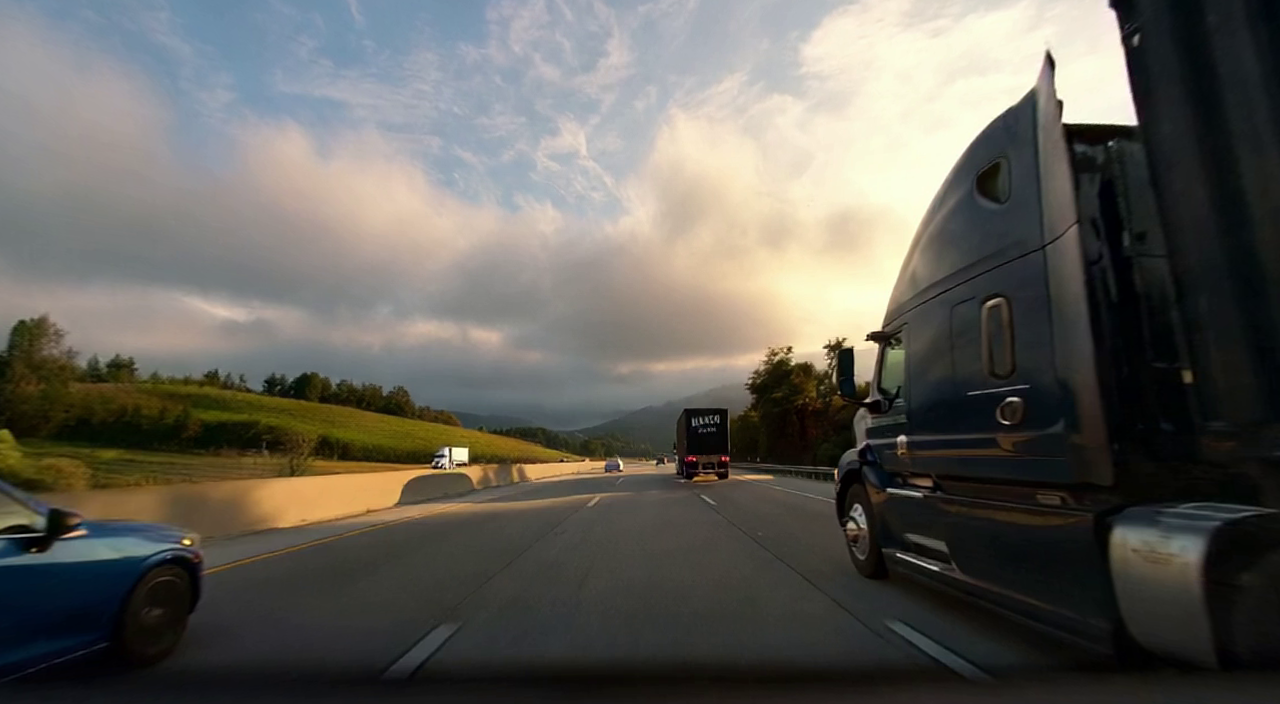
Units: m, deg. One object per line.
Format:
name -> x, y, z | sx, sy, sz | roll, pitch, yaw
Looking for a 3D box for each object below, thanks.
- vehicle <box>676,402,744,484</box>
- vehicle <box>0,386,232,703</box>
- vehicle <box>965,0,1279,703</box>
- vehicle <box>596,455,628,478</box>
vehicle -> 3.837, 5.654, 38.235 | 2.832, 4.034, 13.924 | 0, -10, 1
vehicle -> -3.646, 0.804, 1.860 | 1.945, 1.537, 4.294 | 0, -9, 1
vehicle -> 4.721, -0.353, 1.754 | 3.300, 4.237, 7.728 | 0, -9, 0
vehicle -> -1.903, 7.876, 43.582 | 1.935, 1.470, 4.063 | 0, -9, 1
